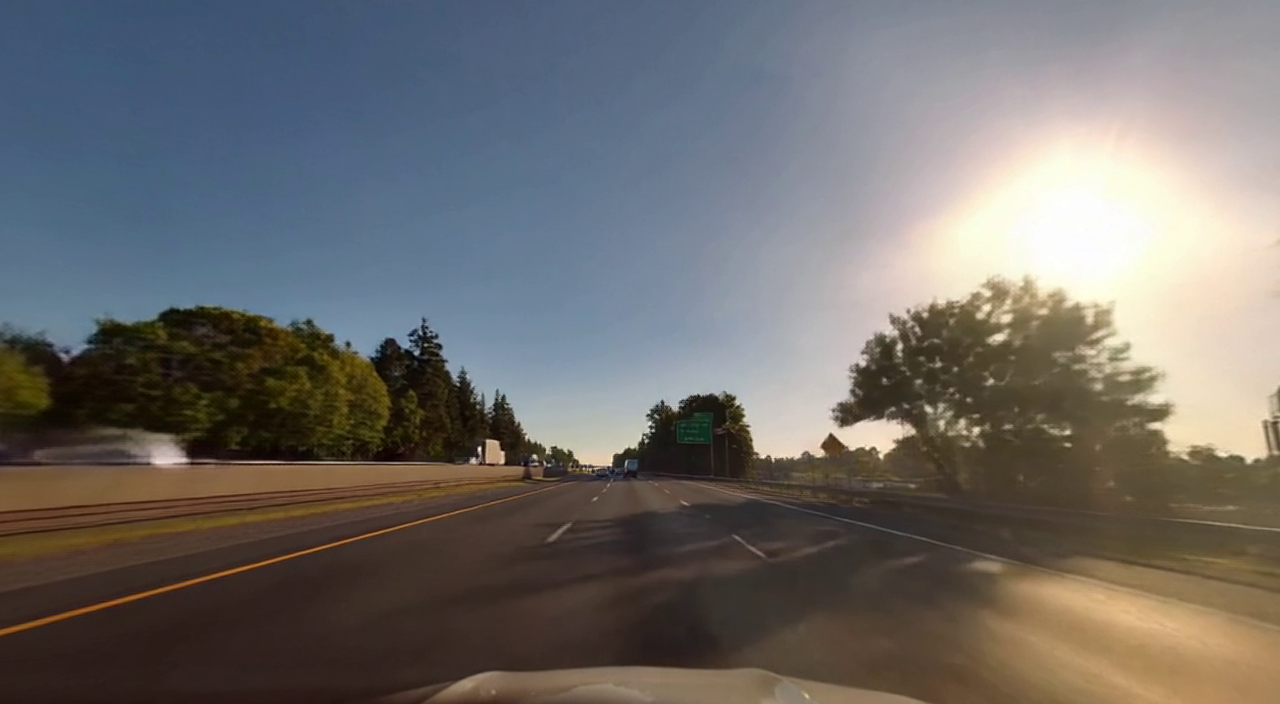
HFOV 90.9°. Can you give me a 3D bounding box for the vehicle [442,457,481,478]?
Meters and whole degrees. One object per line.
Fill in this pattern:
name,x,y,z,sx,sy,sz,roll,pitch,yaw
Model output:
vehicle,-12.738,8.298,45.250,1.760,1.422,3.593,1,-10,-1
